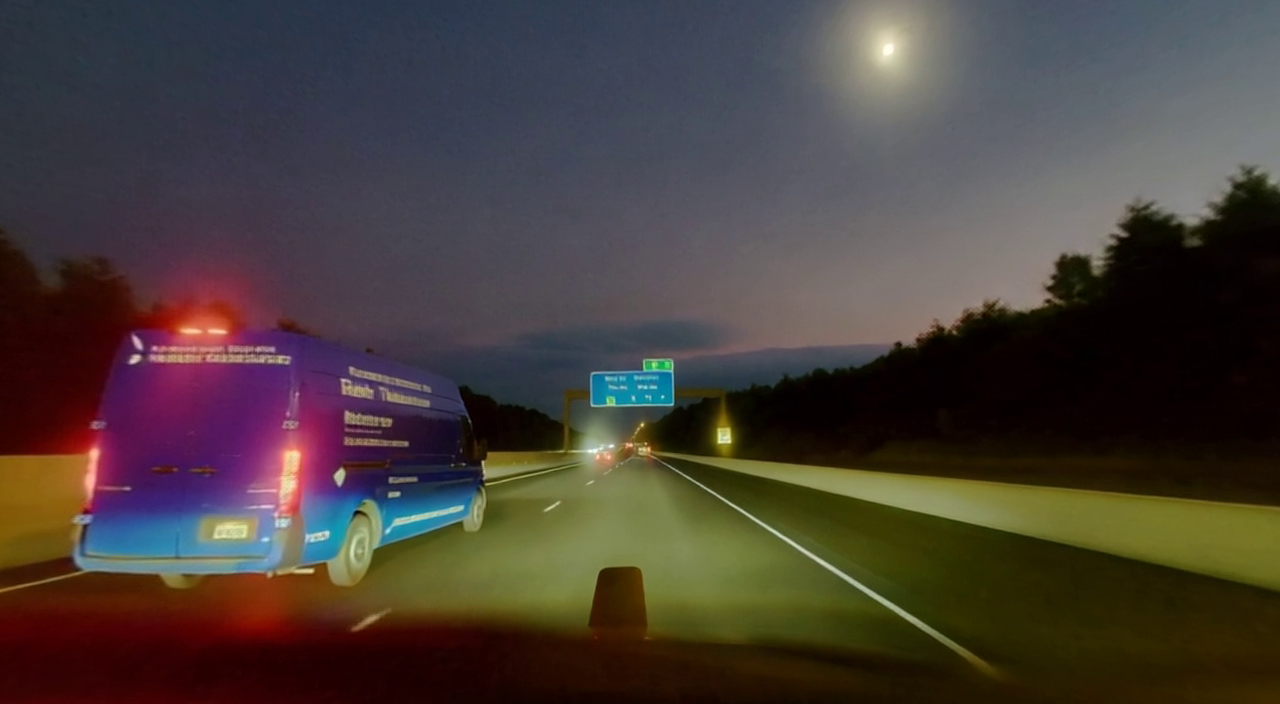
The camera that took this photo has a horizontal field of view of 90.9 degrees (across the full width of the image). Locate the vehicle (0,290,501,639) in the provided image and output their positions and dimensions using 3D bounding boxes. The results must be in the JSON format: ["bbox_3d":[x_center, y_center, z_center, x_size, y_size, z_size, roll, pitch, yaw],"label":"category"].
[{"bbox_3d":[-3.769,1.336,8.312,2.320,2.636,7.021,0,-9,-1],"label":"vehicle"}]
